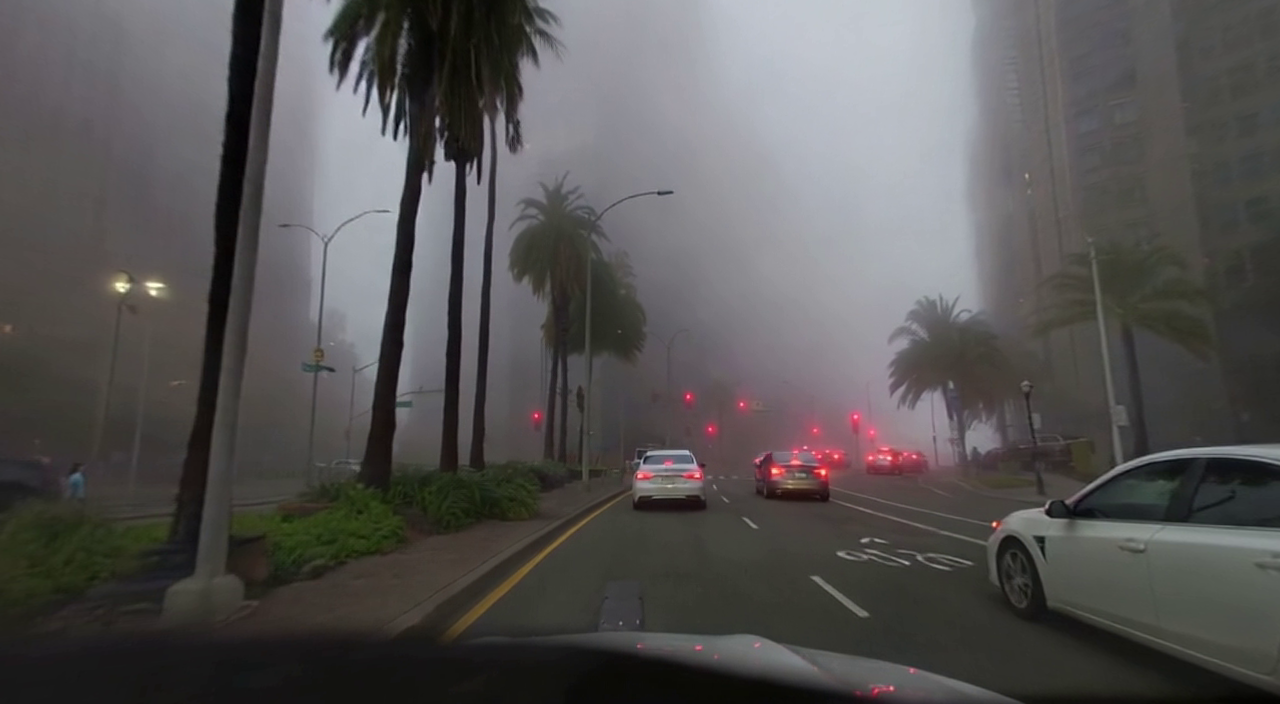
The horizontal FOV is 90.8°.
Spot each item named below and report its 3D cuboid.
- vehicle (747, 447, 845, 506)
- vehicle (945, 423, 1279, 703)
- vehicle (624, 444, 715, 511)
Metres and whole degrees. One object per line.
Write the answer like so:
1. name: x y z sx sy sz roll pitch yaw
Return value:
1. vehicle: 4.357 3.507 18.347 1.920 1.490 4.417 -1 -9 3
2. vehicle: 3.796 1.199 3.746 1.913 1.469 4.425 -1 -9 3
3. vehicle: 0.806 3.159 16.323 2.078 1.503 3.681 -1 -9 4
